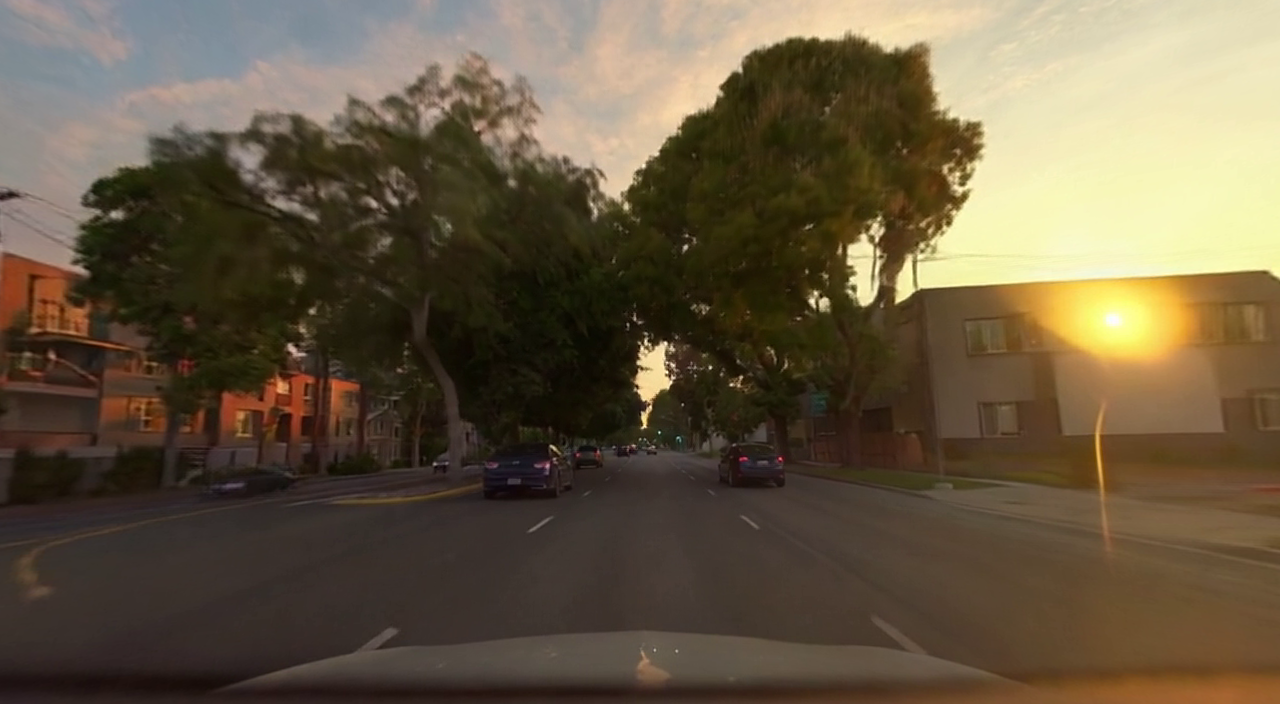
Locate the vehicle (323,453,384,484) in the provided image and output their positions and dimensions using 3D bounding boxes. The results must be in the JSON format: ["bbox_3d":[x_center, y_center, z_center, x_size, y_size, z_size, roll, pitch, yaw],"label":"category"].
[{"bbox_3d":[-22.272,9.045,49.201,2.523,2.213,4.637,0,-9,-1],"label":"vehicle"}]

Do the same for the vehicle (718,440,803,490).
[{"bbox_3d":[3.953,3.794,21.518,2.010,1.486,4.498,0,-9,0],"label":"vehicle"}]

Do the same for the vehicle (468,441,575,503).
[{"bbox_3d":[-3.140,3.276,17.696,2.053,1.480,4.381,0,-9,1],"label":"vehicle"}]

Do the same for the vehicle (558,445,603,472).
[{"bbox_3d":[-3.400,6.176,36.839,1.988,1.497,4.404,0,-9,2],"label":"vehicle"}]

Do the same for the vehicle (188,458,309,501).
[{"bbox_3d":[-15.591,5.083,25.446,1.997,1.472,4.426,0,-9,1],"label":"vehicle"}]
